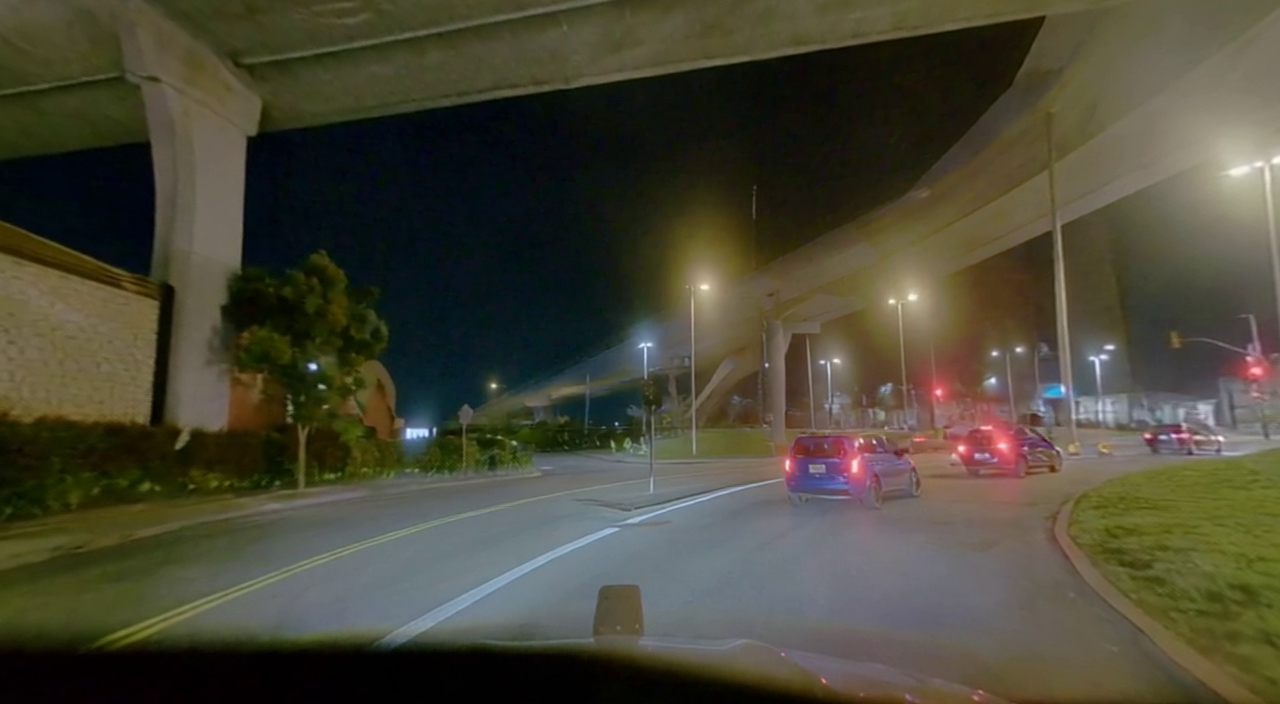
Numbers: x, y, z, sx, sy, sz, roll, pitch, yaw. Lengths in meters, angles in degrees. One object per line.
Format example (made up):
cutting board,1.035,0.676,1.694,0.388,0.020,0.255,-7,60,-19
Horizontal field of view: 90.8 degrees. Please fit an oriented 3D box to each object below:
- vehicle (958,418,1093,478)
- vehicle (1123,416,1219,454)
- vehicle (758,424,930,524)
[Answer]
vehicle,13.617,3.358,22.233,4.771,1.885,2.241,6,-10,-36
vehicle,25.842,4.062,30.742,4.310,1.762,1.995,4,-10,-28
vehicle,4.247,2.310,12.607,2.087,1.578,4.652,-6,-10,32
